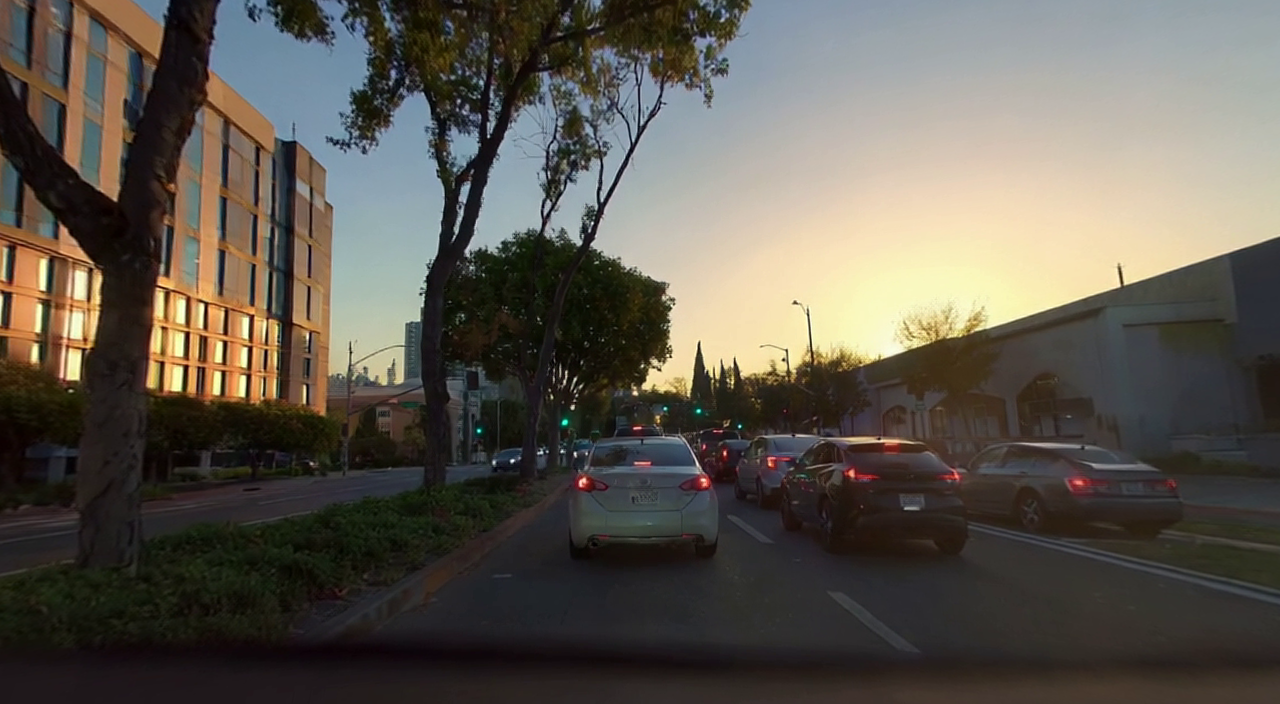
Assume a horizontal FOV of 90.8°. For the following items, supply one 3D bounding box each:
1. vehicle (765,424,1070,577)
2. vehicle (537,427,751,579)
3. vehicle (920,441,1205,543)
[{"bbox_3d":[3.189,1.797,8.545,1.995,1.483,4.533,0,-8,-1],"label":"vehicle"},{"bbox_3d":[-0.002,1.793,8.355,2.105,1.474,4.127,0,-8,-1],"label":"vehicle"},{"bbox_3d":[6.534,2.161,10.439,1.915,1.338,3.874,0,-8,-2],"label":"vehicle"}]
